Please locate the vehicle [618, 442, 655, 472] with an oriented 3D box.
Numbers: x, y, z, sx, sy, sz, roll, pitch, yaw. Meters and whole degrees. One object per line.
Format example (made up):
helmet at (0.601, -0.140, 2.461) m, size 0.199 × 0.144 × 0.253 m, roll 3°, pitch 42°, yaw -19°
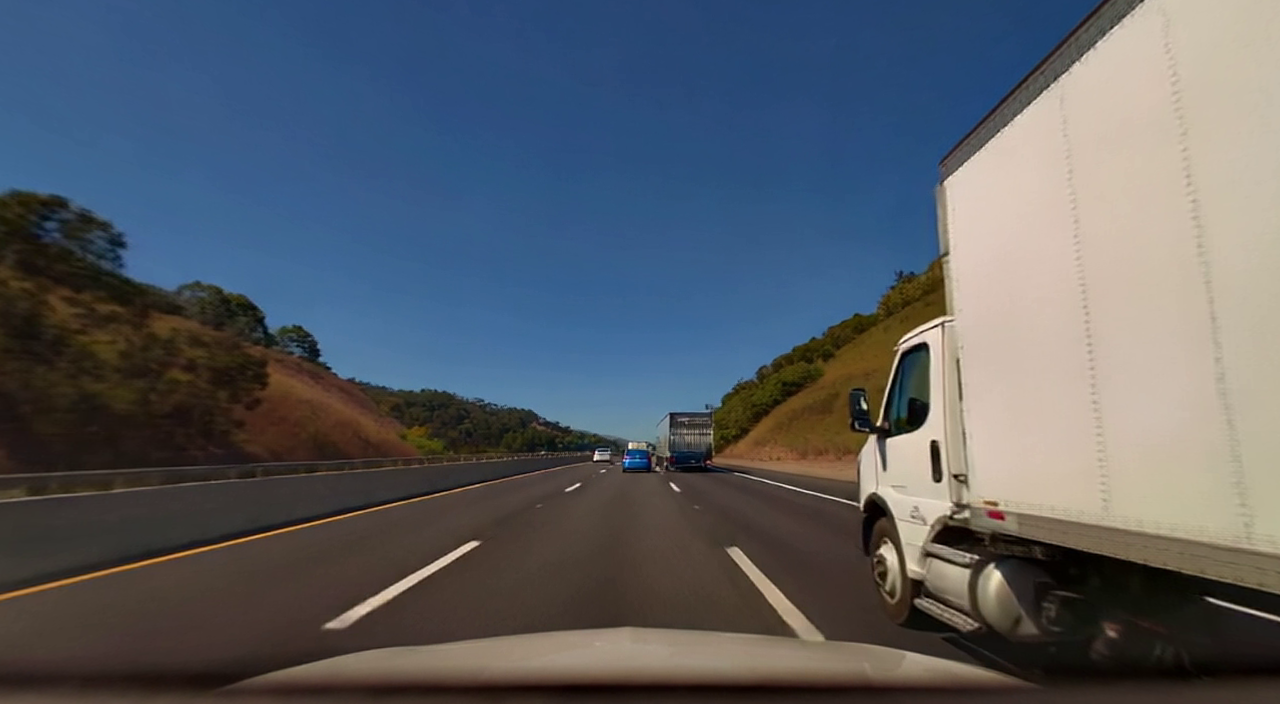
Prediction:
vehicle at (-0.230, 6.546, 39.477) m, size 2.166 × 1.747 × 4.299 m, roll 0°, pitch -9°, yaw 0°
